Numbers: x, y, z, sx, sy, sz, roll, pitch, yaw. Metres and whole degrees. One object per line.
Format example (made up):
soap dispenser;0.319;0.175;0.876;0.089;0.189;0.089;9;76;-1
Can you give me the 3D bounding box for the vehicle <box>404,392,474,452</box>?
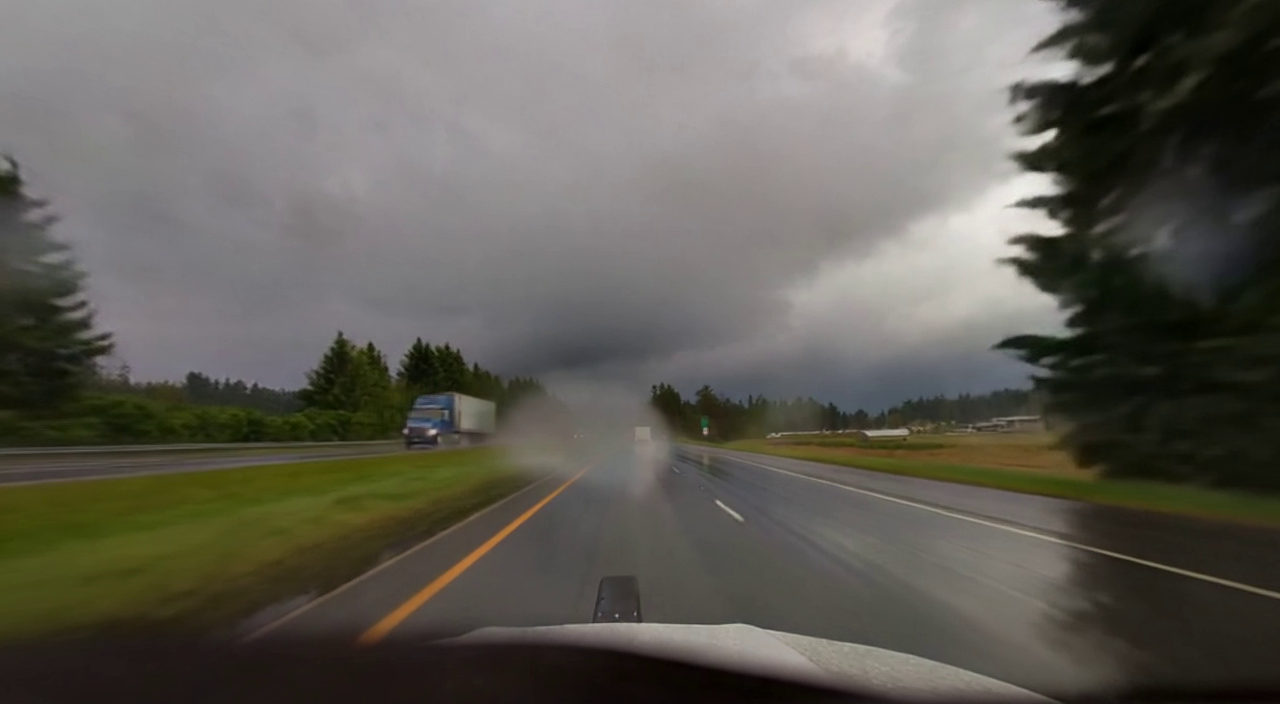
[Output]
vehicle;-13.643;4.869;43.405;2.994;3.854;5.842;0;-8;-2
